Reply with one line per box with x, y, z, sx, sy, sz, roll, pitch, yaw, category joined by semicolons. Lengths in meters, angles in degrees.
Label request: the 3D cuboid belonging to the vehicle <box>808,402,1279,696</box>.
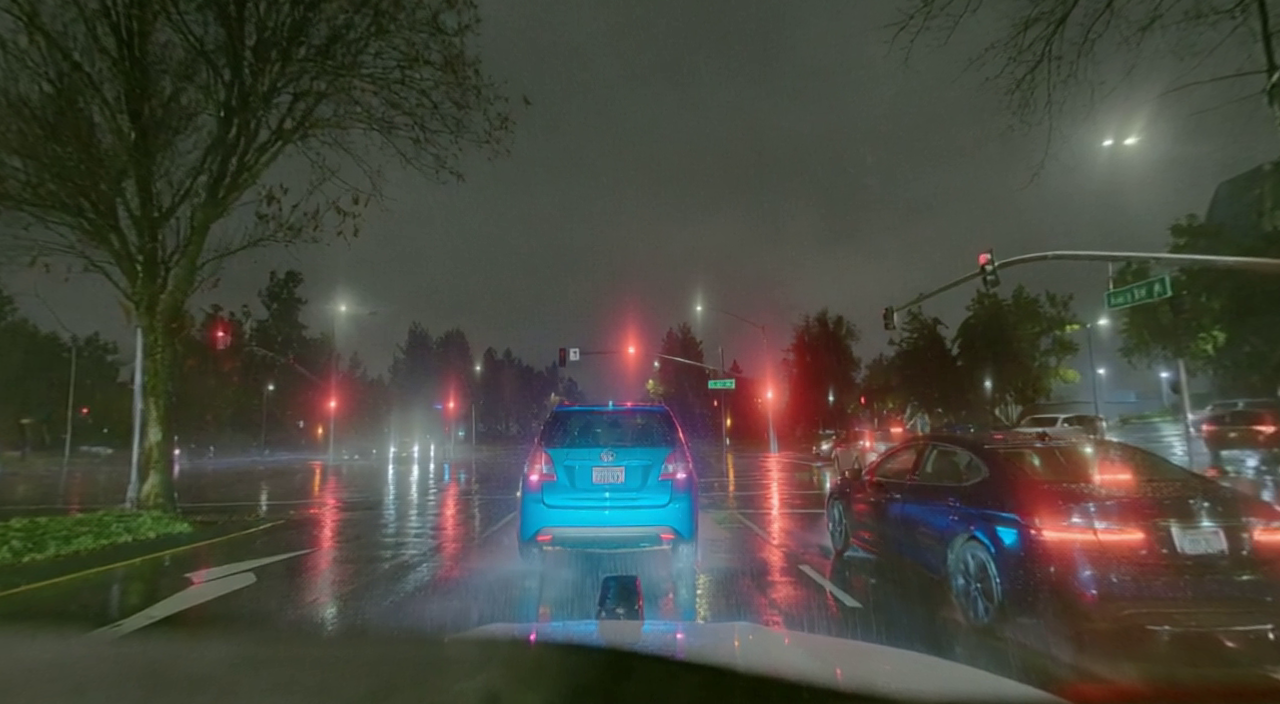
3.164;1.400;5.762;1.932;1.562;4.629;0;-9;-1;vehicle

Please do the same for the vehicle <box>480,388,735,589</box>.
-0.343;1.522;7.783;2.247;1.760;4.231;0;-9;-2;vehicle
